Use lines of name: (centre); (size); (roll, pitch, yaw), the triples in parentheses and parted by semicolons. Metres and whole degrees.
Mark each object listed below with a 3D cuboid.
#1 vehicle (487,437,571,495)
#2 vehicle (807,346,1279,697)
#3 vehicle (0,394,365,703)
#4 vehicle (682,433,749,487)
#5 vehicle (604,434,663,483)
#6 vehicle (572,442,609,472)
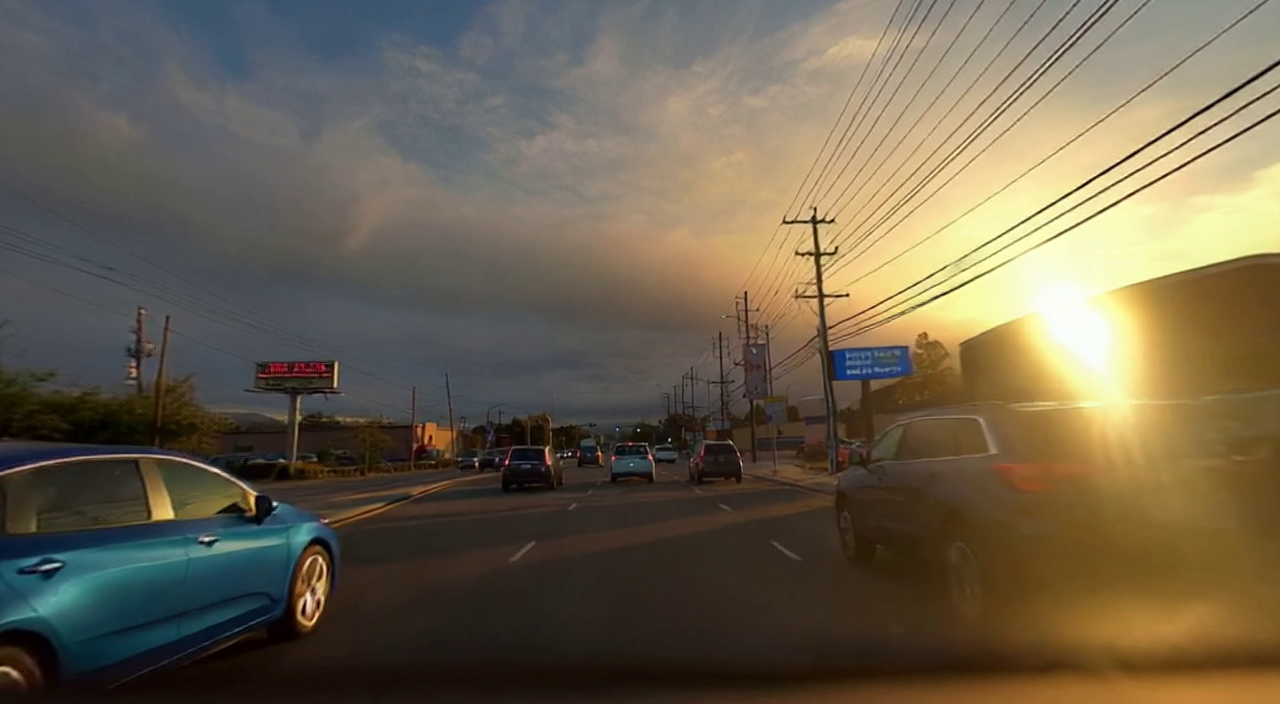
vehicle: (-3.511, 3.660, 20.692); (2.051, 1.671, 3.861); (0, -8, 0)
vehicle: (3.429, 1.257, 5.962); (2.282, 1.897, 4.915); (0, -8, -1)
vehicle: (-3.246, 1.005, 2.867); (2.022, 1.498, 4.471); (0, -8, -1)
vehicle: (2.885, 4.214, 24.984); (2.026, 1.904, 4.102); (0, -8, -1)
vehicle: (-0.316, 4.574, 27.405); (2.326, 1.925, 4.253); (0, -8, -1)
vehicle: (-3.576, 7.660, 46.594); (2.405, 2.009, 5.909); (0, -8, -1)
